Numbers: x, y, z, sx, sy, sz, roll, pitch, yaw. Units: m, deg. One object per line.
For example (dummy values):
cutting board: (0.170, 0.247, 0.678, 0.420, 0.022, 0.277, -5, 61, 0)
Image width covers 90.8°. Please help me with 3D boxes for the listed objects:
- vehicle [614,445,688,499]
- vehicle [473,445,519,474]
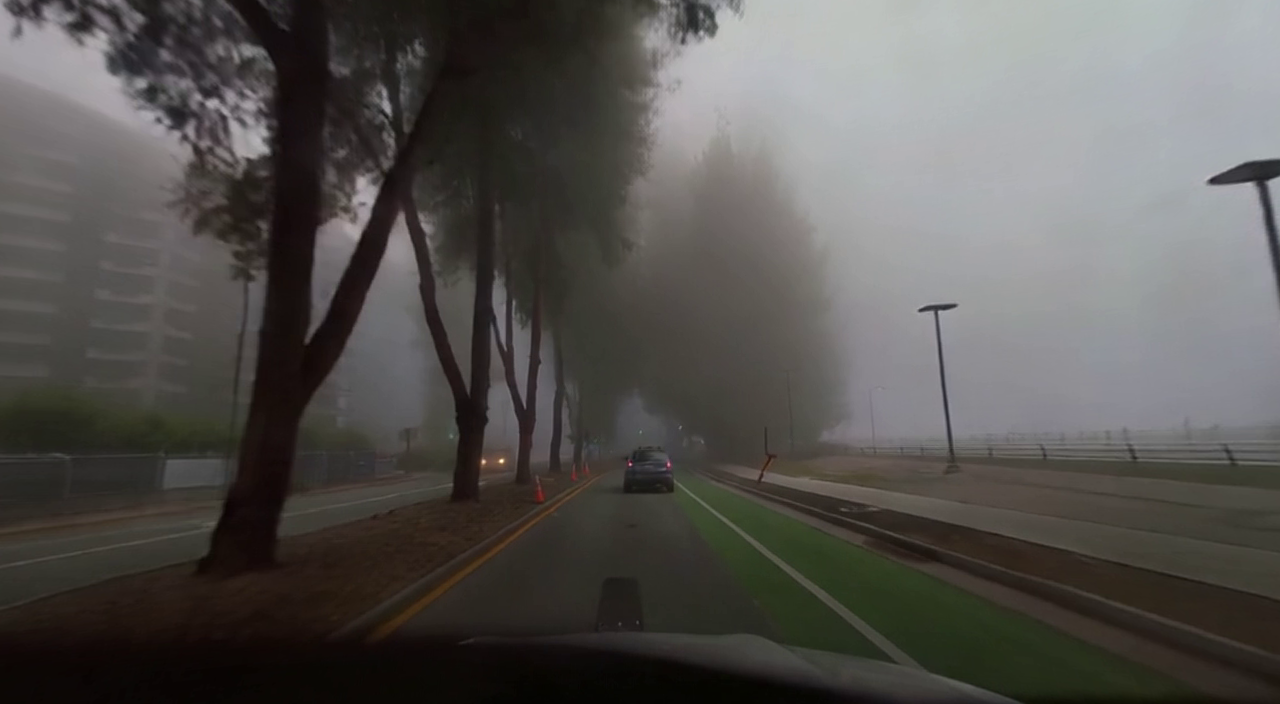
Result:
vehicle: (0.342, 3.767, 20.274, 2.114, 1.493, 4.430, 0, -9, 1)
vehicle: (-11.228, 8.395, 49.599, 2.349, 2.106, 5.464, 0, -9, 0)
